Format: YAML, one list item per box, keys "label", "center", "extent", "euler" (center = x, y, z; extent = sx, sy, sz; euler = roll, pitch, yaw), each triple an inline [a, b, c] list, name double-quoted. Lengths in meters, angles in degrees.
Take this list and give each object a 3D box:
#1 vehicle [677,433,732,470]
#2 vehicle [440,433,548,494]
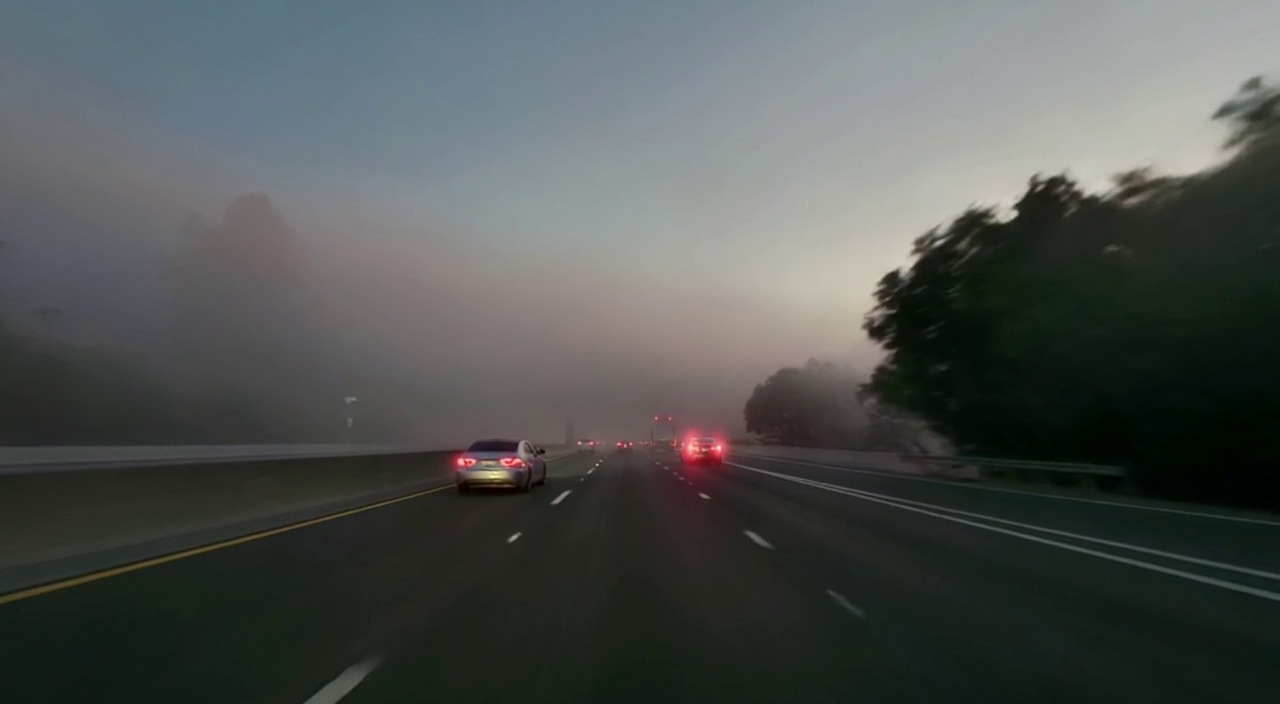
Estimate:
- label: "vehicle"
  center: [3.022, 4.744, 30.319]
  extent: [2.001, 1.625, 4.088]
  euler: [0, -8, -3]
- label: "vehicle"
  center: [-3.955, 3.103, 17.898]
  extent: [2.064, 1.479, 4.370]
  euler: [0, -8, 0]
